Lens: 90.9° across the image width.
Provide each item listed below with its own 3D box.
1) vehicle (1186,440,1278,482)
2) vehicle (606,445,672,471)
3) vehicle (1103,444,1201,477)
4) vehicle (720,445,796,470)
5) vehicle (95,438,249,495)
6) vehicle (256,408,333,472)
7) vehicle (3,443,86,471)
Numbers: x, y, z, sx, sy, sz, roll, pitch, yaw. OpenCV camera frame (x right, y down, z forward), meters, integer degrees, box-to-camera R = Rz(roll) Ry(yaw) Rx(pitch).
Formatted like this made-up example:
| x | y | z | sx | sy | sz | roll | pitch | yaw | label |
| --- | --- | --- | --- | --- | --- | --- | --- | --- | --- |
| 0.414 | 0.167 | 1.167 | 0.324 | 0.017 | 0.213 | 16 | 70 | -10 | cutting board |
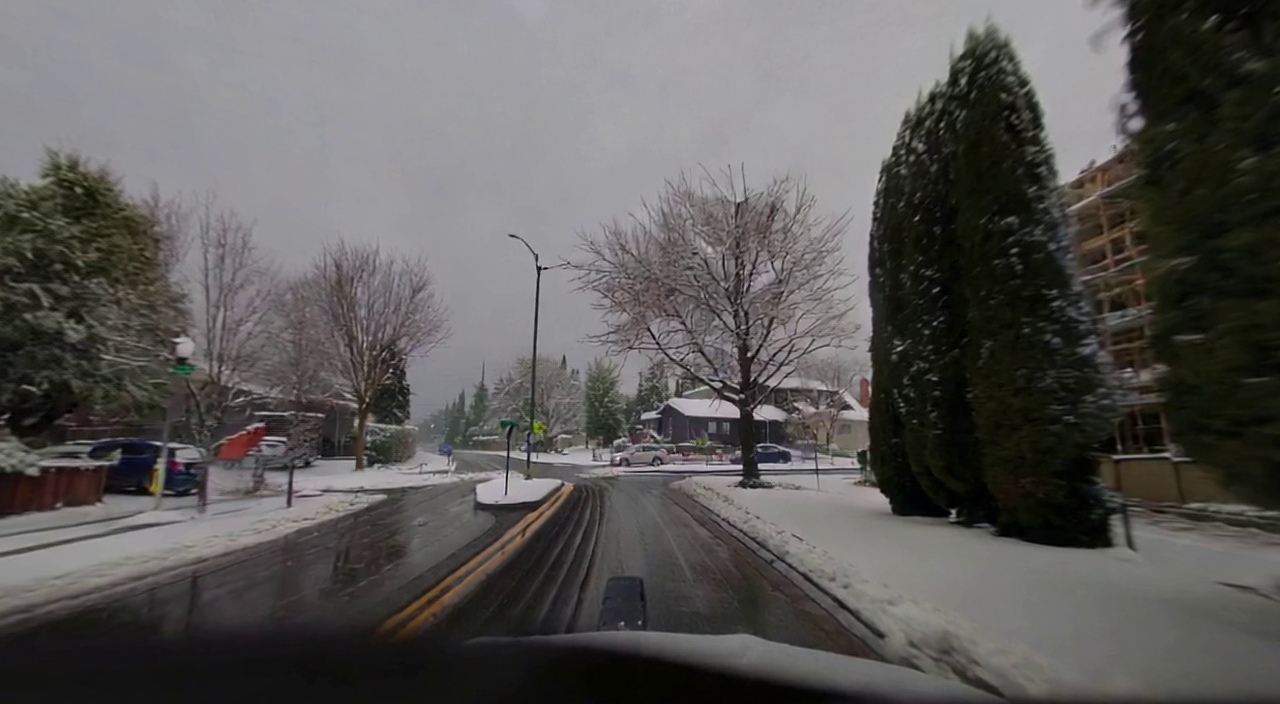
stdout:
| x | y | z | sx | sy | sz | roll | pitch | yaw | label |
| --- | --- | --- | --- | --- | --- | --- | --- | --- | --- |
| 27.626 | 5.051 | 29.574 | 1.869 | 1.662 | 4.437 | 2 | -7 | 26 | vehicle |
| -0.092 | 6.640 | 39.449 | 3.772 | 1.531 | 1.949 | 2 | -9 | -11 | vehicle |
| 24.876 | 5.276 | 30.833 | 1.888 | 1.485 | 4.798 | -3 | -9 | 16 | vehicle |
| 7.519 | 6.732 | 40.335 | 4.378 | 1.543 | 2.080 | 0 | -9 | -2 | vehicle |
| -14.566 | 3.596 | 19.980 | 1.871 | 1.568 | 4.420 | 0 | -10 | -7 | vehicle |
| -21.102 | 5.362 | 38.827 | 2.438 | 3.594 | 5.582 | 3 | -7 | -12 | vehicle |
| -33.152 | 5.870 | 35.223 | 1.705 | 1.465 | 3.560 | 2 | -9 | -13 | vehicle |
